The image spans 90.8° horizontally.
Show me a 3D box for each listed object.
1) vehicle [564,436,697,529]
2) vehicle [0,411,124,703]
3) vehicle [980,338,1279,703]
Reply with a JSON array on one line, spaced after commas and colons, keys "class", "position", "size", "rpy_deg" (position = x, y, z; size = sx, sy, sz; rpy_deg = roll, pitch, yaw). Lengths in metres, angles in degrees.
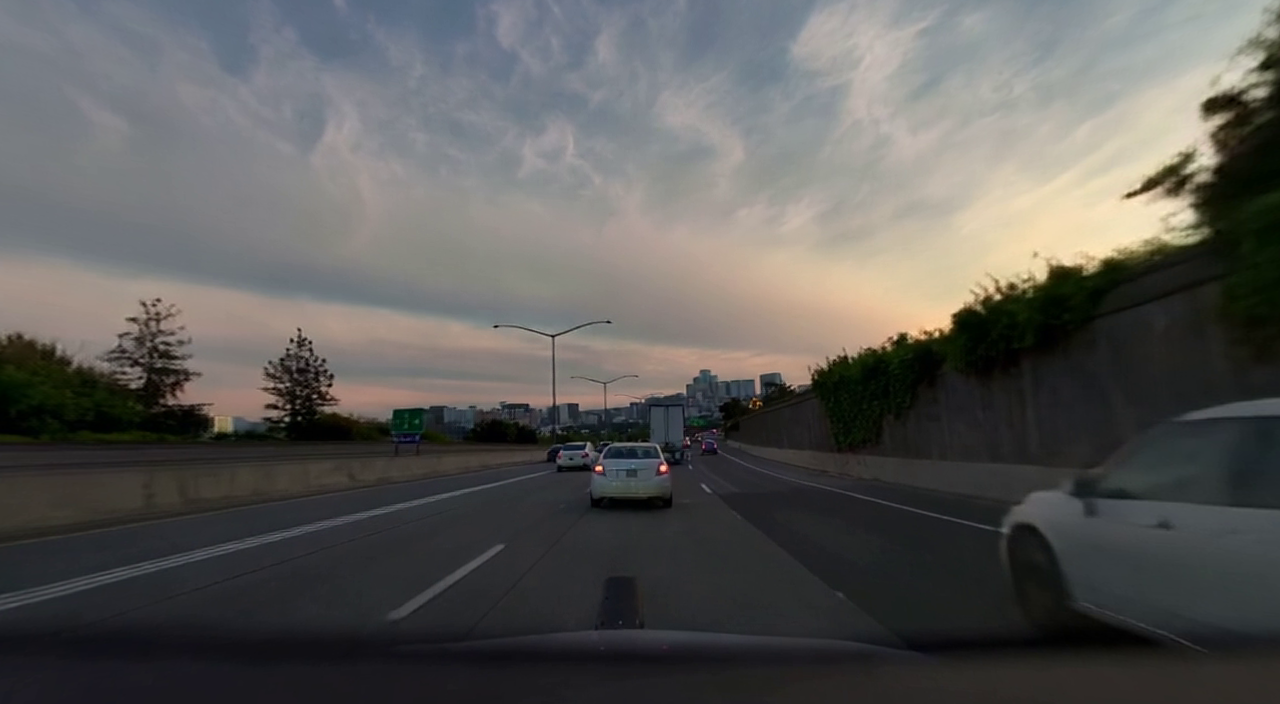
[{"class": "vehicle", "position": [-0.118, 2.427, 12.276], "size": [2.136, 1.470, 3.971], "rpy_deg": [0, -9, 1]}, {"class": "vehicle", "position": [-3.790, 0.700, 0.716], "size": [2.130, 1.474, 5.027], "rpy_deg": [0, -9, 1]}, {"class": "vehicle", "position": [3.568, 0.746, 2.208], "size": [2.166, 1.666, 4.618], "rpy_deg": [0, -9, 0]}]
